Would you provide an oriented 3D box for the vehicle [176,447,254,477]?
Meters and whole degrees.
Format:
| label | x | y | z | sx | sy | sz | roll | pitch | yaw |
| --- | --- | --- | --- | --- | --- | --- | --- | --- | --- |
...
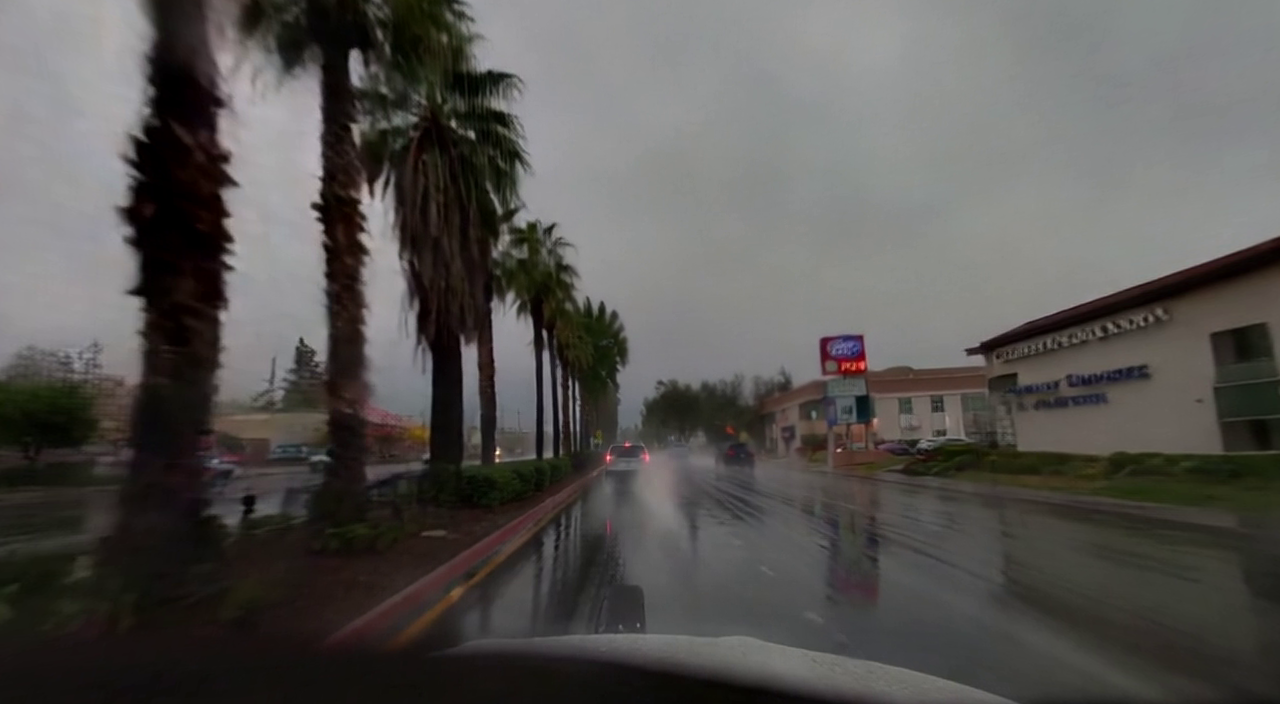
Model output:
| label | x | y | z | sx | sy | sz | roll | pitch | yaw |
| --- | --- | --- | --- | --- | --- | --- | --- | --- | --- |
| vehicle | -27.017 | 6.975 | 40.319 | 1.934 | 1.736 | 4.341 | 0 | -9 | -1 |

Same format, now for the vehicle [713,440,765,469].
| label | x | y | z | sx | sy | sz | roll | pitch | yaw |
| --- | --- | --- | --- | --- | --- | --- | --- | --- | --- |
| vehicle | 5.885 | 6.206 | 38.260 | 2.244 | 1.618 | 4.585 | 0 | -9 | -2 |

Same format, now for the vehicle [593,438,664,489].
| label | x | y | z | sx | sy | sz | roll | pitch | yaw |
| --- | --- | --- | --- | --- | --- | --- | --- | --- | --- |
| vehicle | -0.349 | 3.602 | 20.756 | 2.106 | 1.496 | 3.964 | 0 | -9 | 0 |

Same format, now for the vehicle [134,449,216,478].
| label | x | y | z | sx | sy | sz | roll | pitch | yaw |
| --- | --- | --- | --- | --- | --- | --- | --- | --- | --- |
| vehicle | -29.833 | 7.129 | 40.690 | 2.011 | 1.753 | 4.066 | 0 | -9 | 2 |

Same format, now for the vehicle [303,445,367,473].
| label | x | y | z | sx | sy | sz | roll | pitch | yaw |
| --- | --- | --- | --- | --- | --- | --- | --- | --- | --- |
| vehicle | -19.293 | 6.762 | 40.223 | 2.021 | 1.666 | 4.247 | 0 | -9 | -1 |
